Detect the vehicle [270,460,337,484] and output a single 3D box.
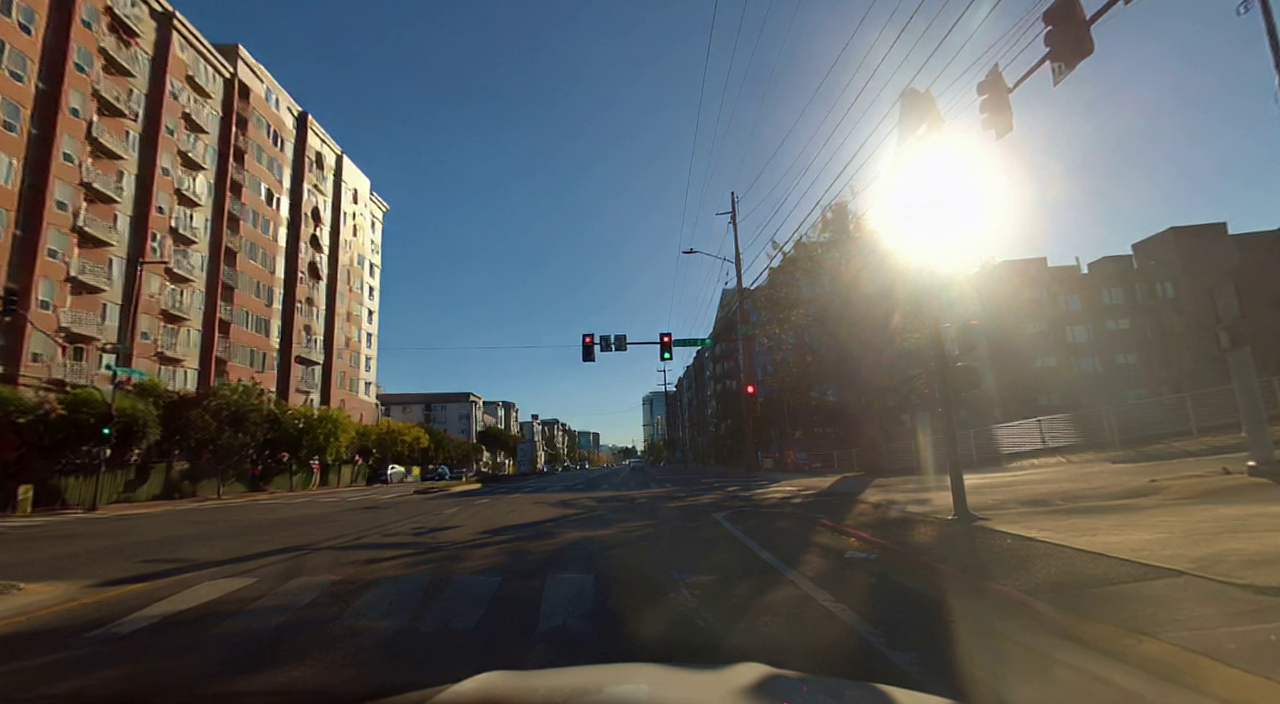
[{"bbox_3d":[-24.668,8.806,46.275,3.882,1.600,1.768,0,-9,2],"label":"vehicle"}]
